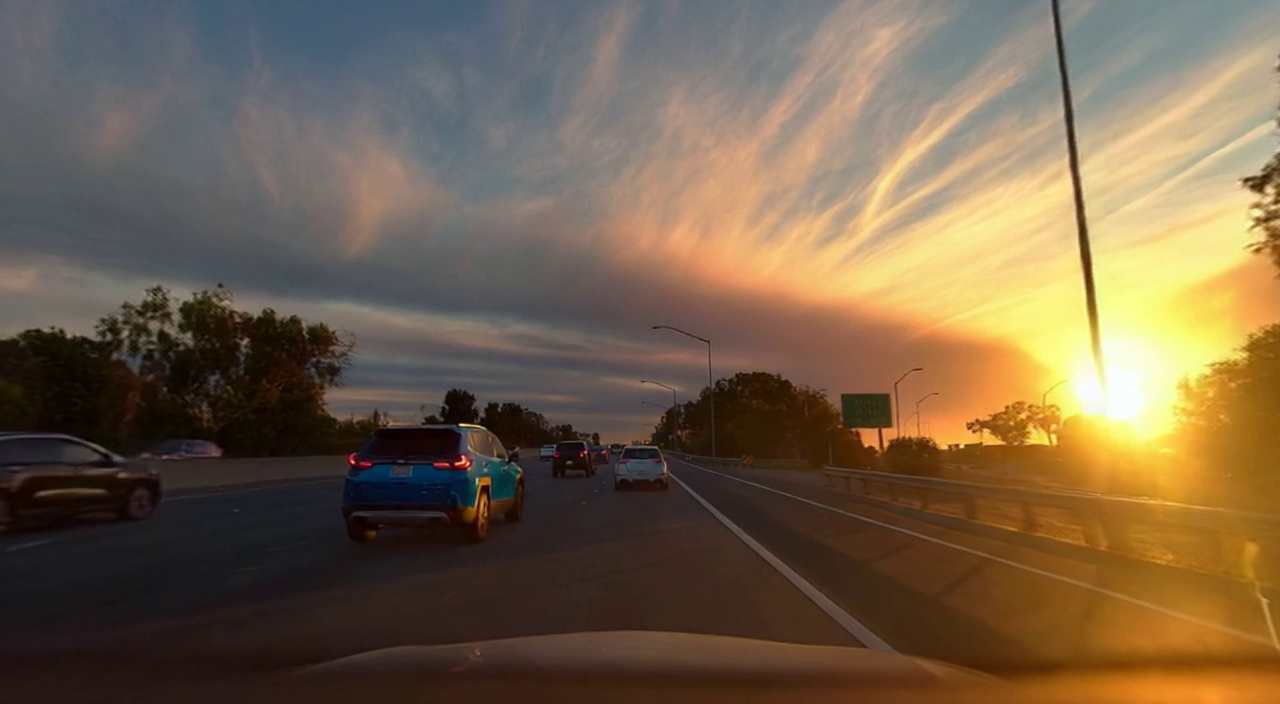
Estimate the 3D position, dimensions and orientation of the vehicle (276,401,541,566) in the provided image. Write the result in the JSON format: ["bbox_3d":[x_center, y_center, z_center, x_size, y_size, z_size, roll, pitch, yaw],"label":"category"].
[{"bbox_3d":[-2.883,1.754,9.053,2.123,1.798,4.108,0,-9,2],"label":"vehicle"}]

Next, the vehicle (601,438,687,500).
[{"bbox_3d":[0.069,3.154,17.303,2.068,1.488,4.045,0,-9,-1],"label":"vehicle"}]

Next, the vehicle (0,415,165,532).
[{"bbox_3d":[-10.699,1.966,10.338,2.011,1.751,4.712,0,-9,1],"label":"vehicle"}]

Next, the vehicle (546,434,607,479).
[{"bbox_3d":[-2.653,4.528,27.466,2.125,1.771,4.721,0,-9,1],"label":"vehicle"}]
